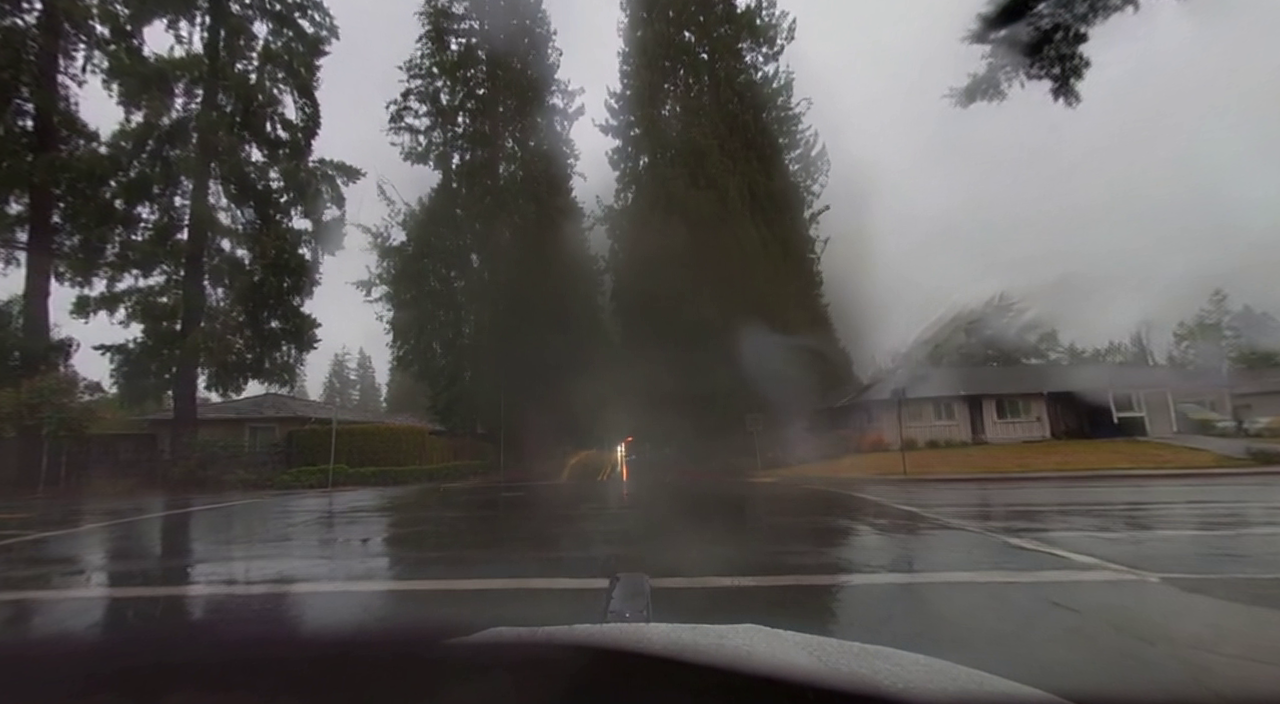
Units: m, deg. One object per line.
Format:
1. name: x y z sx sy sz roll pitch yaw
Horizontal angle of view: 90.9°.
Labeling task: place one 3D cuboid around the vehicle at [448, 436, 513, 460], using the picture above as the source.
1. vehicle: -12.601 7.588 49.918 4.622 1.782 1.836 0 -8 -1
